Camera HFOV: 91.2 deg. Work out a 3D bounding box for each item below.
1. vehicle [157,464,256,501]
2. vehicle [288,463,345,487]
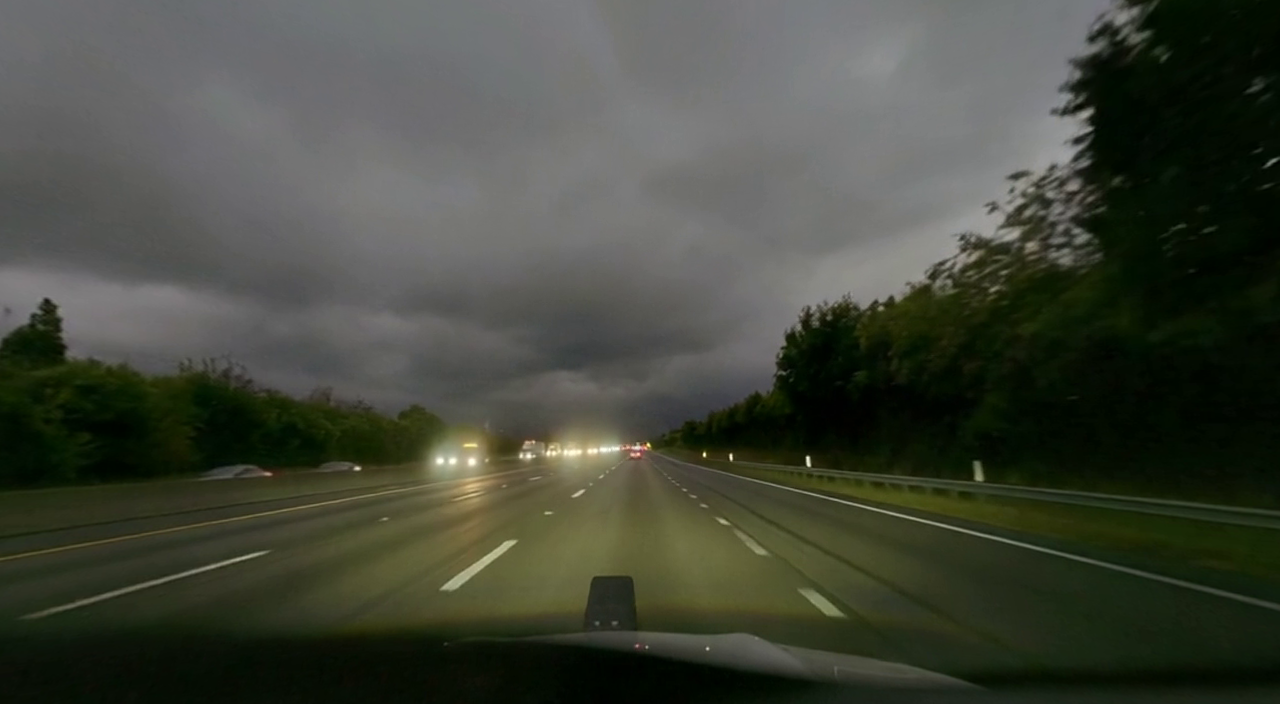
[{"bbox_3d":[-19.419,5.840,28.296,1.782,1.442,3.776,0,-9,0],"label":"vehicle"},{"bbox_3d":[-23.072,8.761,44.899,1.808,1.491,4.446,0,-9,-1],"label":"vehicle"}]
